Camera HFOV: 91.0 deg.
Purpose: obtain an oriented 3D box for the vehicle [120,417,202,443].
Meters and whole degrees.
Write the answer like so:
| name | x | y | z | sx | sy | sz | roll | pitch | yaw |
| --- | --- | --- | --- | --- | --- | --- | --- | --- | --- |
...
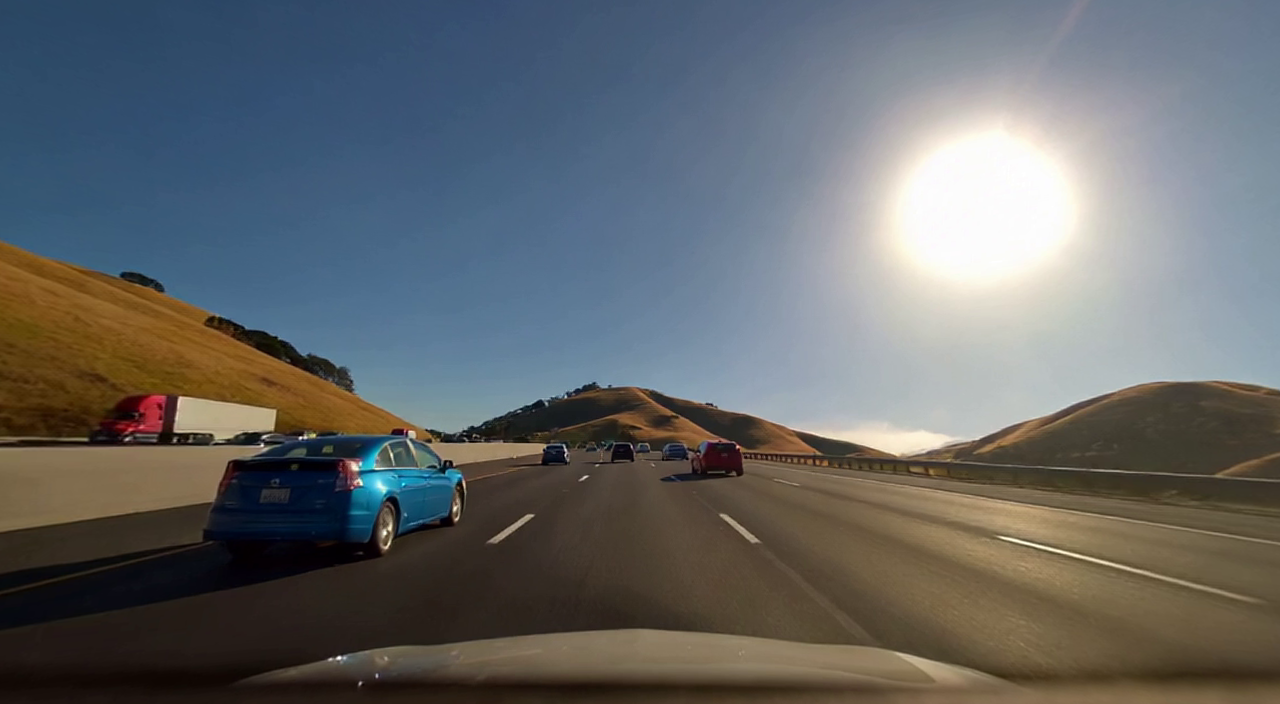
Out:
| name | x | y | z | sx | sy | sz | roll | pitch | yaw |
| --- | --- | --- | --- | --- | --- | --- | --- | --- | --- |
| vehicle | -31.587 | 5.203 | 41.711 | 1.787 | 1.529 | 4.656 | 1 | -9 | 0 |

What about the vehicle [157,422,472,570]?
| name | x | y | z | sx | sy | sz | roll | pitch | yaw |
| --- | --- | --- | --- | --- | --- | --- | --- | --- | --- |
| vehicle | -3.949 | 1.815 | 8.699 | 1.993 | 1.500 | 4.248 | 0 | -9 | 1 |

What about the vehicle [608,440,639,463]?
| name | x | y | z | sx | sy | sz | roll | pitch | yaw |
| --- | --- | --- | --- | --- | --- | --- | --- | --- | --- |
| vehicle | -1.177 | 7.248 | 45.899 | 2.147 | 1.572 | 4.094 | 0 | -9 | 0 |

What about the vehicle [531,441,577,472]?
| name | x | y | z | sx | sy | sz | roll | pitch | yaw |
| --- | --- | --- | --- | --- | --- | --- | --- | --- | --- |
| vehicle | -4.325 | 5.356 | 32.358 | 1.796 | 1.464 | 3.839 | 0 | -9 | 0 |

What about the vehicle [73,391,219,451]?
| name | x | y | z | sx | sy | sz | roll | pitch | yaw |
| --- | --- | --- | --- | --- | --- | --- | --- | --- | --- |
| vehicle | -36.256 | 5.282 | 46.947 | 3.054 | 3.912 | 9.656 | 1 | -8 | -1 |

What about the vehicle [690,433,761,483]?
| name | x | y | z | sx | sy | sz | roll | pitch | yaw |
| --- | --- | --- | --- | --- | --- | --- | --- | --- | --- |
| vehicle | 3.344 | 4.282 | 25.627 | 2.222 | 1.820 | 4.733 | 0 | -9 | 0 |
